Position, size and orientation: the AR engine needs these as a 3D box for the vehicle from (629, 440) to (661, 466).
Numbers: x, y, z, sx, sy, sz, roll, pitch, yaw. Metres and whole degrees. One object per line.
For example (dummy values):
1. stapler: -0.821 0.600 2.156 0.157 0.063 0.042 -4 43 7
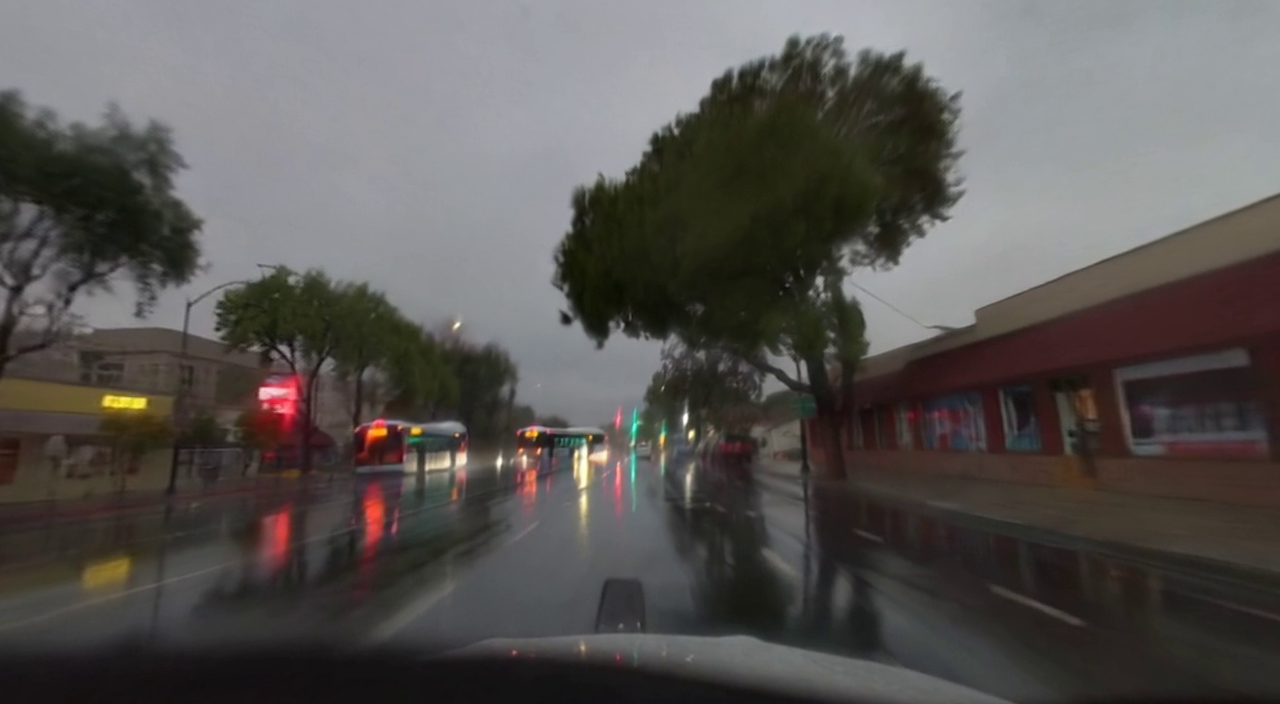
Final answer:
1. vehicle: 0.298 6.915 43.298 2.089 1.699 4.650 0 -9 -1

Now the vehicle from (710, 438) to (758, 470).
1. vehicle: 5.191 5.720 35.412 2.014 1.681 4.332 0 -9 -1

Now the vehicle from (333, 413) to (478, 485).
1. vehicle: -12.627 5.519 35.835 3.356 3.365 12.460 0 -9 1
